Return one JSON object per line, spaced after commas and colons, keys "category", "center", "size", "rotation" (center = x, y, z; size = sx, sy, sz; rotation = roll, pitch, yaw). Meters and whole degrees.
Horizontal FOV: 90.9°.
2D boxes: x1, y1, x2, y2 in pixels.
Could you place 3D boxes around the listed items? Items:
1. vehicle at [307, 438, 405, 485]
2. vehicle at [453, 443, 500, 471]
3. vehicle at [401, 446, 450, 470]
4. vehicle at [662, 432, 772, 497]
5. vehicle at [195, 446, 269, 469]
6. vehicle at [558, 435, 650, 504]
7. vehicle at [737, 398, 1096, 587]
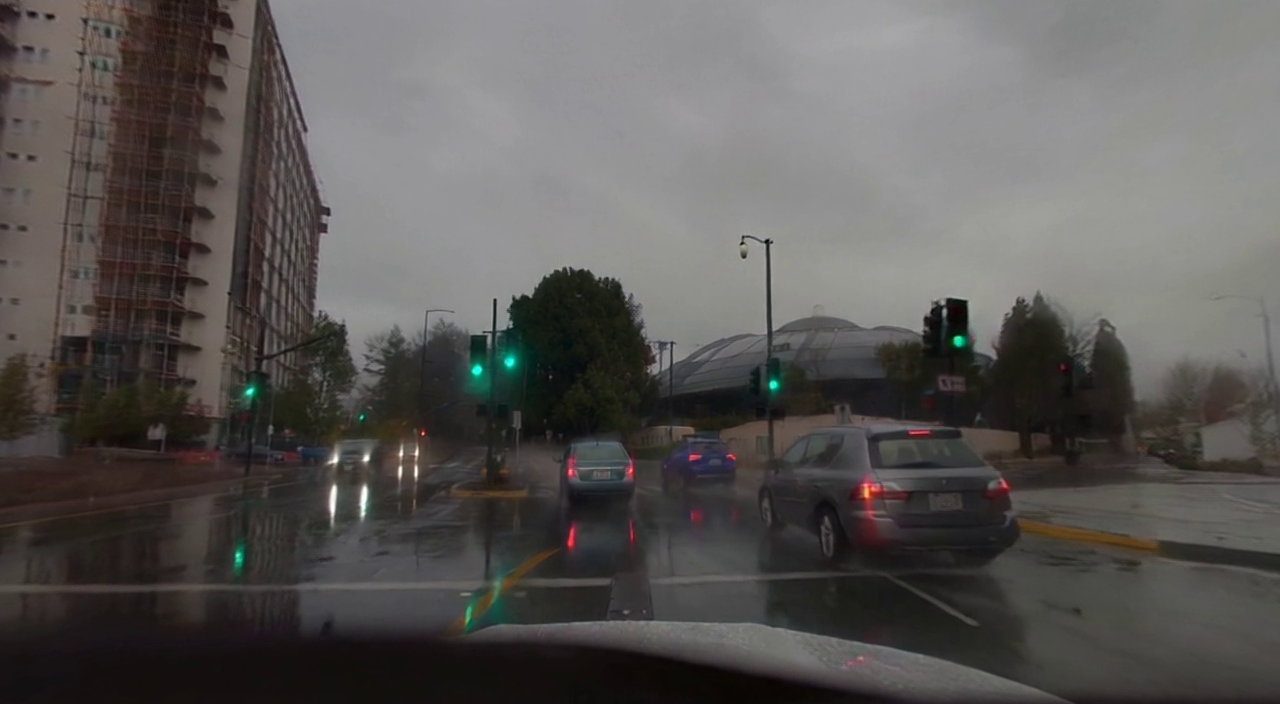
{"category": "vehicle", "center": [-11.414, 4.409, 25.742], "size": [2.303, 1.692, 4.571], "rotation": [1, -9, -6]}
{"category": "vehicle", "center": [-10.104, 6.518, 39.305], "size": [2.092, 1.629, 4.133], "rotation": [0, -9, -5]}
{"category": "vehicle", "center": [-14.223, 7.036, 42.042], "size": [2.013, 1.466, 4.430], "rotation": [0, -9, -5]}
{"category": "vehicle", "center": [2.173, 3.356, 19.188], "size": [2.103, 1.710, 4.396], "rotation": [1, -9, -10]}
{"category": "vehicle", "center": [-27.447, 7.060, 42.406], "size": [4.653, 1.459, 2.228], "rotation": [-4, -10, 30]}
{"category": "vehicle", "center": [-1.100, 3.124, 17.166], "size": [2.132, 1.632, 3.889], "rotation": [1, -9, -9]}
{"category": "vehicle", "center": [3.060, 1.706, 8.544], "size": [2.320, 1.772, 4.872], "rotation": [0, -9, -5]}
